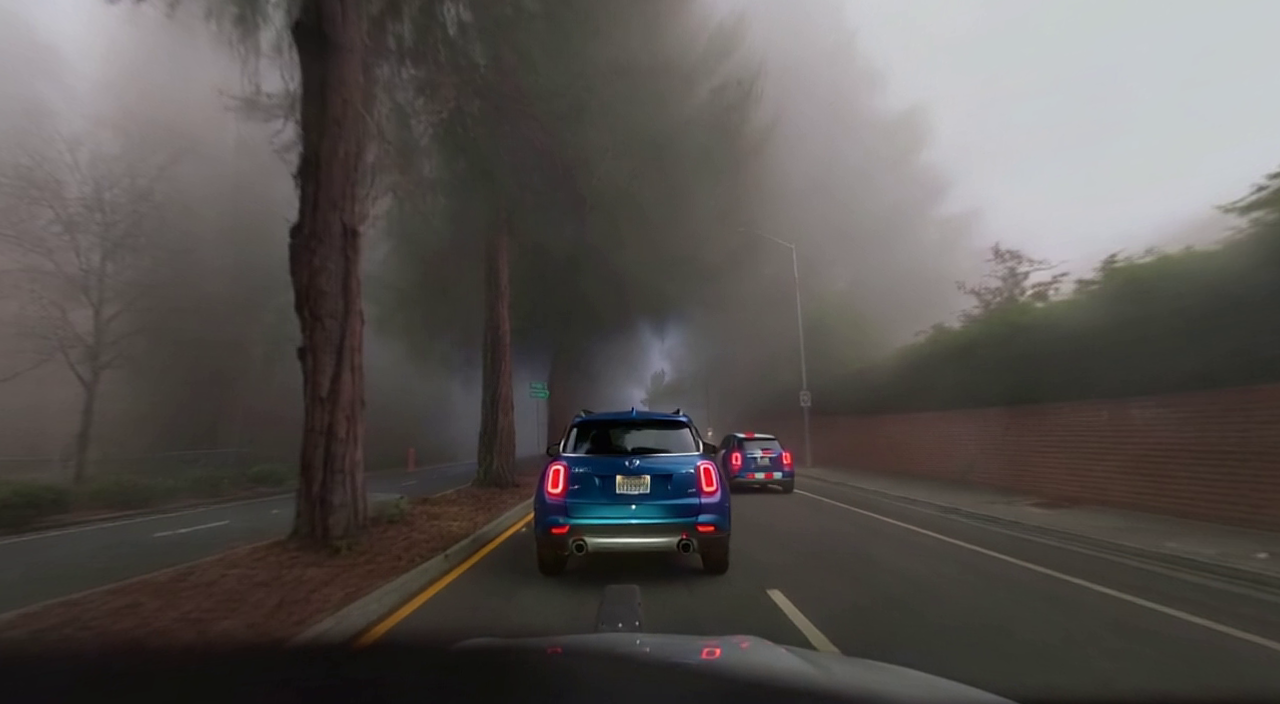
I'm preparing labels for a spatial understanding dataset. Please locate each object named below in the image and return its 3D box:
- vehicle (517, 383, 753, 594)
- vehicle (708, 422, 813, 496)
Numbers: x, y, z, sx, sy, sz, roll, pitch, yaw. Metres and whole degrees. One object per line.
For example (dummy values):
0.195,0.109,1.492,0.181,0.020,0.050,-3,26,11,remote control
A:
-0.081,1.388,6.978,1.984,1.777,3.148,0,-9,-2,vehicle
3.052,2.827,16.874,1.840,1.709,4.202,0,-9,-2,vehicle
